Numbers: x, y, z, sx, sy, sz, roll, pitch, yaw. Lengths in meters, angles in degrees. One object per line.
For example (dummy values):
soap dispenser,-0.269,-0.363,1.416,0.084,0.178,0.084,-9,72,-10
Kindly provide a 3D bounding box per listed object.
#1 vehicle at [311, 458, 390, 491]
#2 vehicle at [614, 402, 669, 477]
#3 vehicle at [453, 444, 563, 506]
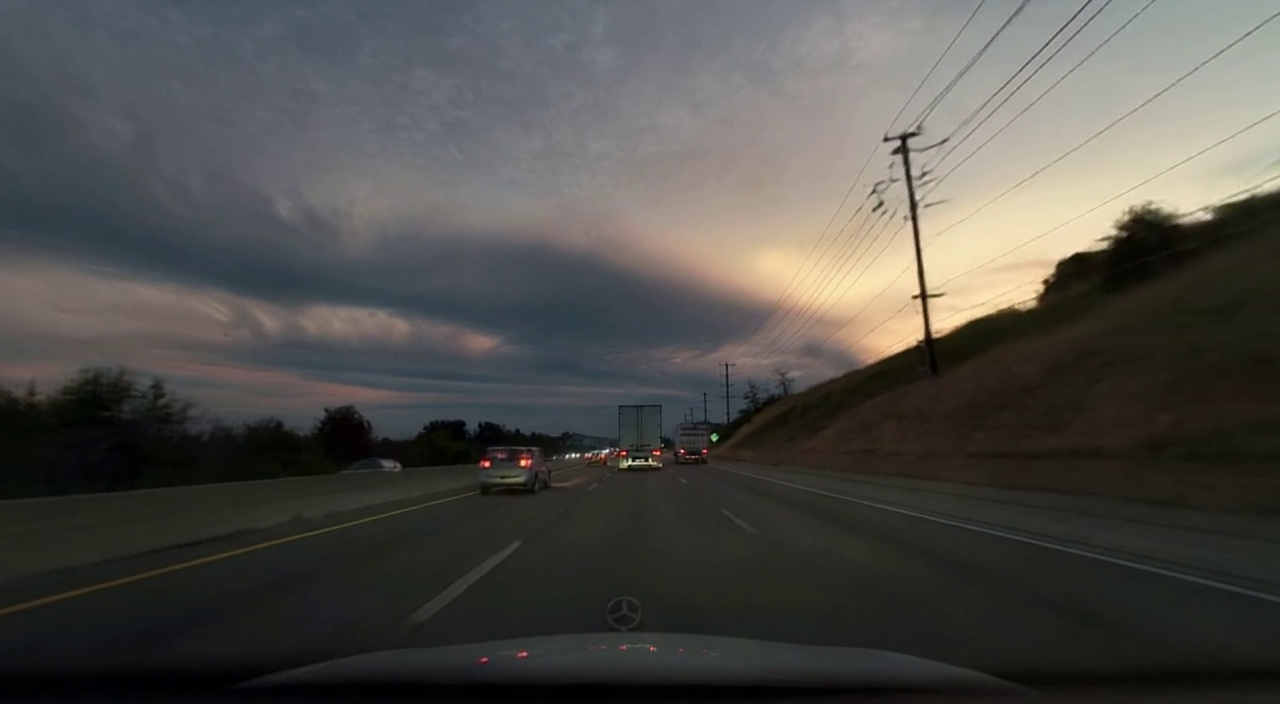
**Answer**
vehicle,-14.367,6.075,31.578,1.931,1.464,4.412,0,-9,-1
vehicle,0.149,5.581,39.598,2.985,4.025,10.982,0,-9,1
vehicle,-3.615,3.479,18.309,2.128,1.533,4.694,0,-9,1
